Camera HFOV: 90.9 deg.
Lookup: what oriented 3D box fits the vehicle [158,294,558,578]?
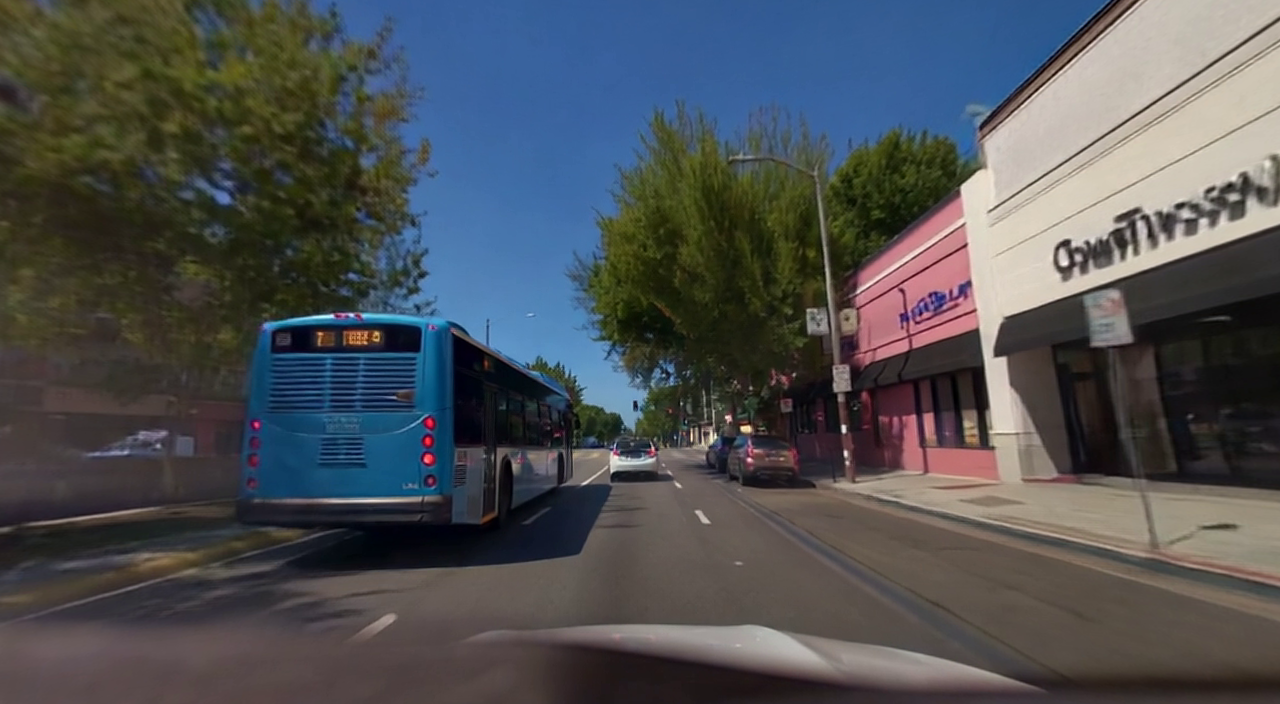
[{"bbox_3d":[-3.388,1.381,10.741,2.920,2.884,8.588,0,-8,-1],"label":"vehicle"}]

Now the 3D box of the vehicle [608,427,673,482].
[{"bbox_3d":[0.043,3.601,22.365,2.120,1.727,3.917,0,-8,1],"label":"vehicle"}]

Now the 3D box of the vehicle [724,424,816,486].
[{"bbox_3d":[4.133,3.378,20.914,2.138,1.787,4.522,0,-8,1],"label":"vehicle"}]
